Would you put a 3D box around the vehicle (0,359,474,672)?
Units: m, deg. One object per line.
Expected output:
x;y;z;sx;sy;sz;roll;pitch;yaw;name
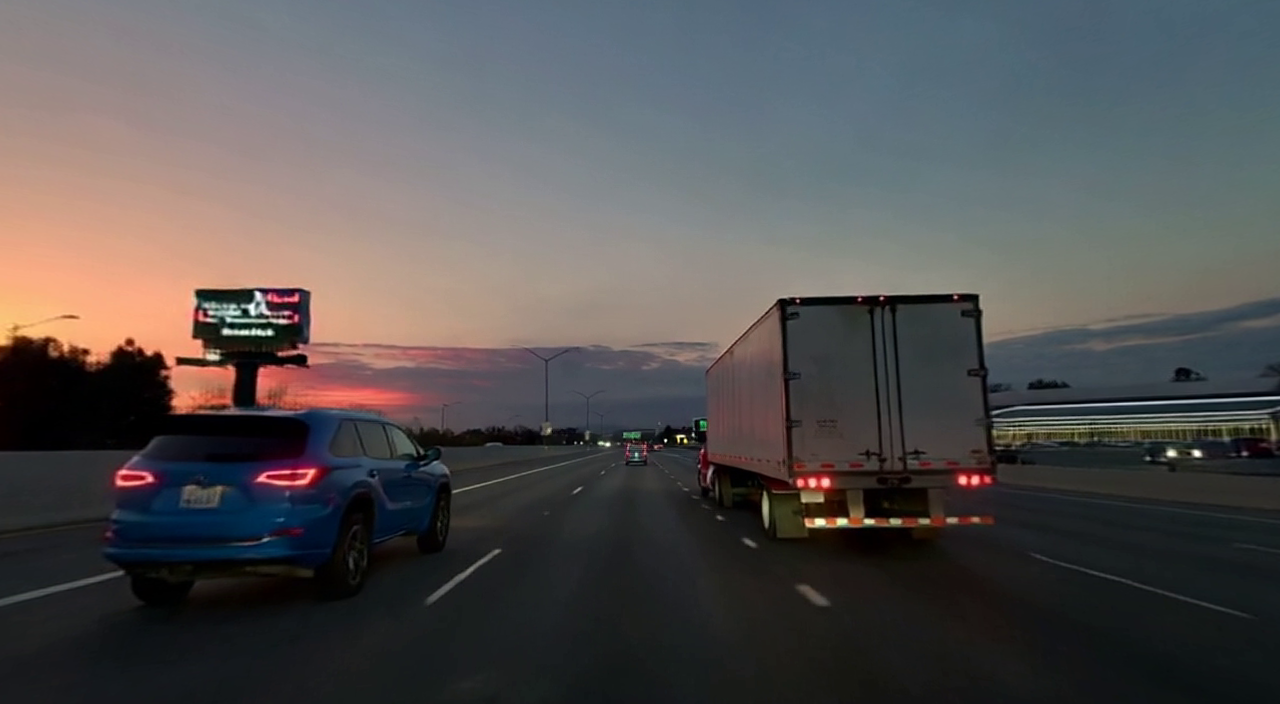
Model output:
-3.356;1.287;6.070;2.229;1.806;4.698;0;-9;0;vehicle

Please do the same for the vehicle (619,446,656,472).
-0.151;6.010;35.761;1.929;1.395;3.999;0;-8;0;vehicle

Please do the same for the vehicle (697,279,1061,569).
3.175;1.585;12.717;2.934;3.325;10.986;0;-9;-1;vehicle
